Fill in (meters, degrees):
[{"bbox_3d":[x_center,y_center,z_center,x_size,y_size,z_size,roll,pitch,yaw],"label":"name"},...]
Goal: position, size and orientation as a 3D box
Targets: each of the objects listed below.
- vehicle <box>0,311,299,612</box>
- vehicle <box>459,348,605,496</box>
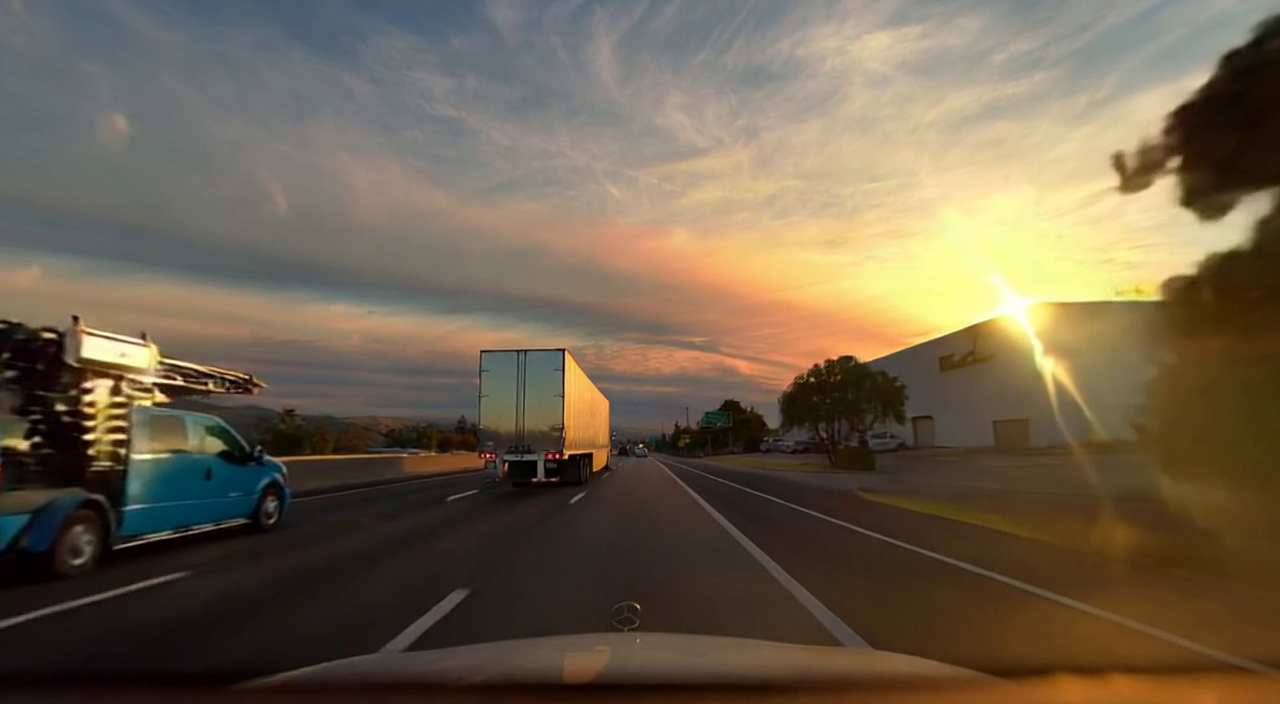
[{"bbox_3d":[-6.943,1.244,7.439,2.385,2.672,6.049,0,-8,0],"label":"vehicle"},{"bbox_3d":[-3.437,3.110,25.780,2.939,4.132,16.303,0,-8,1],"label":"vehicle"}]
